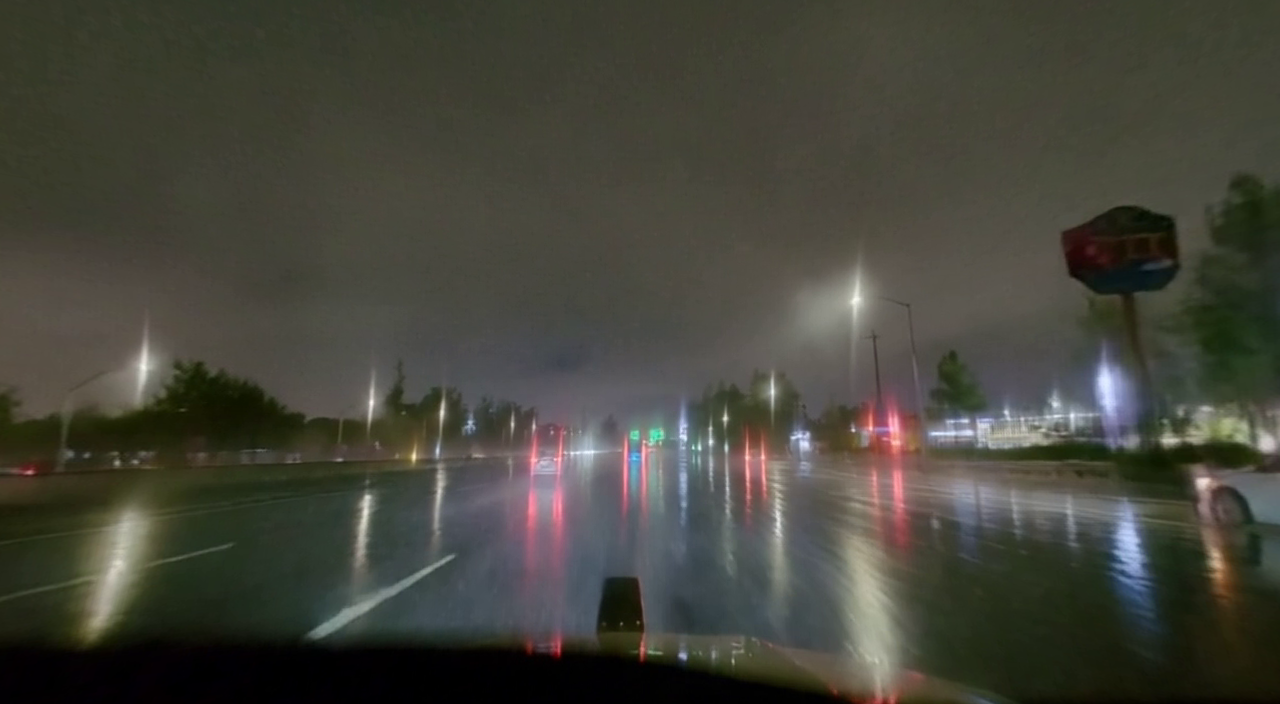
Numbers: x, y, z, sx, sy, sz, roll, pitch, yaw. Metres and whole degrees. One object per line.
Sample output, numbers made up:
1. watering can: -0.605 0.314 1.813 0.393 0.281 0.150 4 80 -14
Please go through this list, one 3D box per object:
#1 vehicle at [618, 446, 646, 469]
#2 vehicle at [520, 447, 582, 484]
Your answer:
1. vehicle: -0.582 8.197 49.180 2.102 1.692 4.057 0 -9 1
2. vehicle: -3.948 5.090 28.585 2.071 1.553 4.388 0 -9 1
